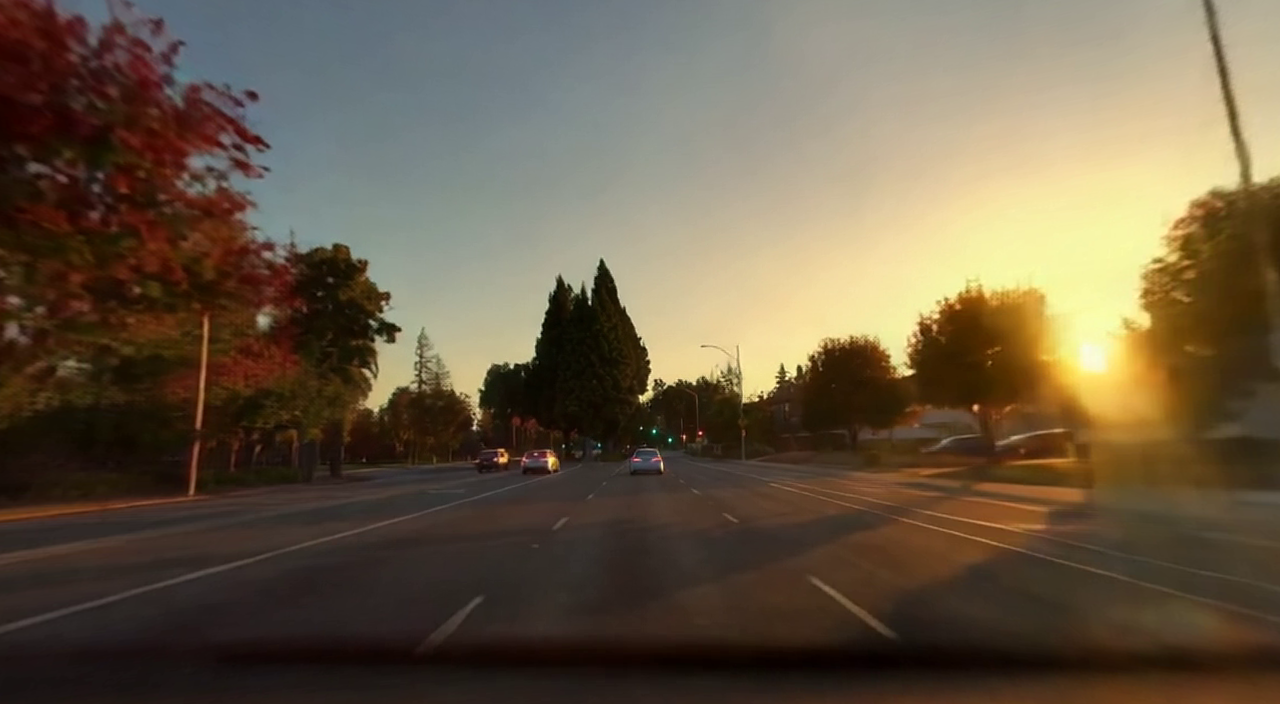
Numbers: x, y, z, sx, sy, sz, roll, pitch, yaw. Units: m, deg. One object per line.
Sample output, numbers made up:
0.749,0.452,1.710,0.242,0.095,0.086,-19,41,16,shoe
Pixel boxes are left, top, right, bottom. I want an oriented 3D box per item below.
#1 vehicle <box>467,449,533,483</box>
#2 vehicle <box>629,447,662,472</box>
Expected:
-6.457,5.316,29.583,2.014,1.472,4.357,0,-9,2,vehicle
0.364,7.124,41.906,2.106,1.517,4.375,0,-9,0,vehicle
